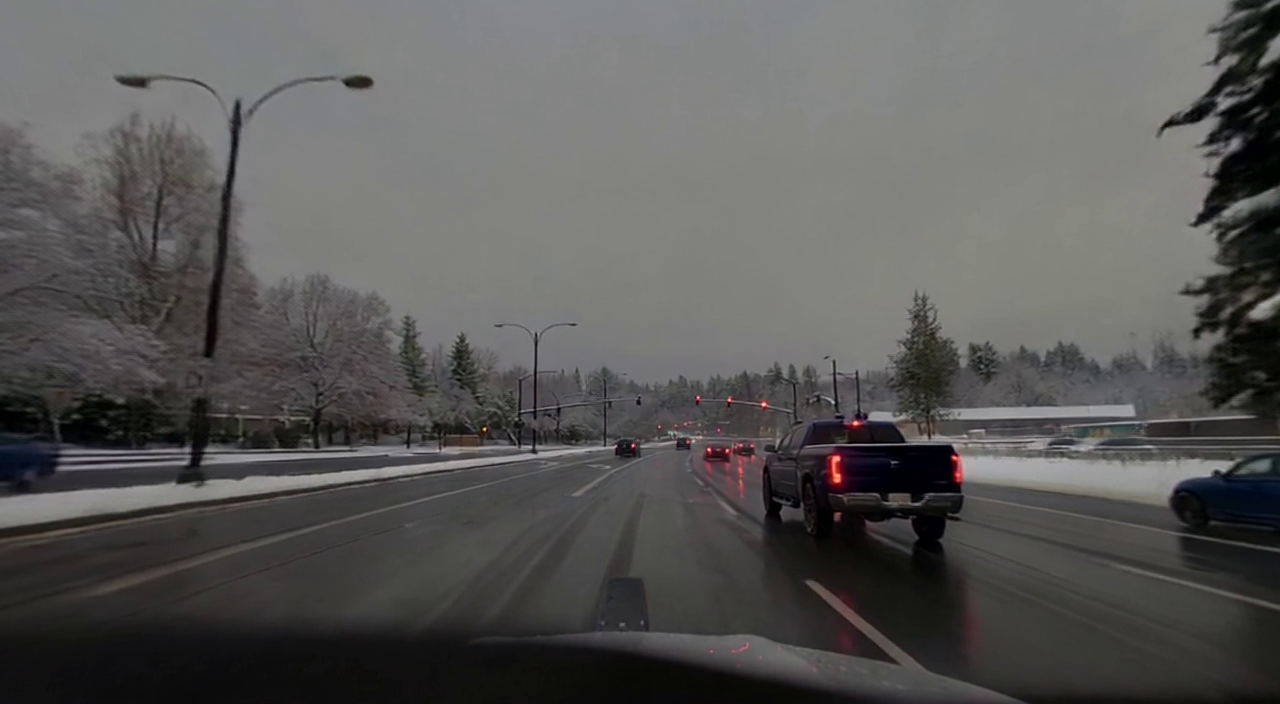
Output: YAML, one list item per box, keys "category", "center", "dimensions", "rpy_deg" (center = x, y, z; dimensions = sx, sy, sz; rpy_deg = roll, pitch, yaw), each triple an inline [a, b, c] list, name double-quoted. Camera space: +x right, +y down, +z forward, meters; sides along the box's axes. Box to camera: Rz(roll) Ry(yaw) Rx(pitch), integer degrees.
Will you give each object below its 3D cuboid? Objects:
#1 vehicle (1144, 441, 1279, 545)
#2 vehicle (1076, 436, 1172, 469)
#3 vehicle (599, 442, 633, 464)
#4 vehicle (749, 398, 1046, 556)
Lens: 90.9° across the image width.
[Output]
- category: "vehicle"
  center: [10.432, 2.118, 9.477]
  dimensions: [1.963, 1.513, 4.600]
  rpy_deg: [0, -8, 1]
- category: "vehicle"
  center: [25.028, 5.176, 32.617]
  dimensions: [3.945, 1.618, 1.919]
  rpy_deg: [3, -9, -19]
- category: "vehicle"
  center: [-1.662, 7.225, 45.247]
  dimensions: [1.958, 1.542, 4.175]
  rpy_deg: [-1, -8, 5]
- category: "vehicle"
  center: [3.427, 1.840, 10.076]
  dimensions: [2.333, 1.777, 5.713]
  rpy_deg: [0, -8, 0]
